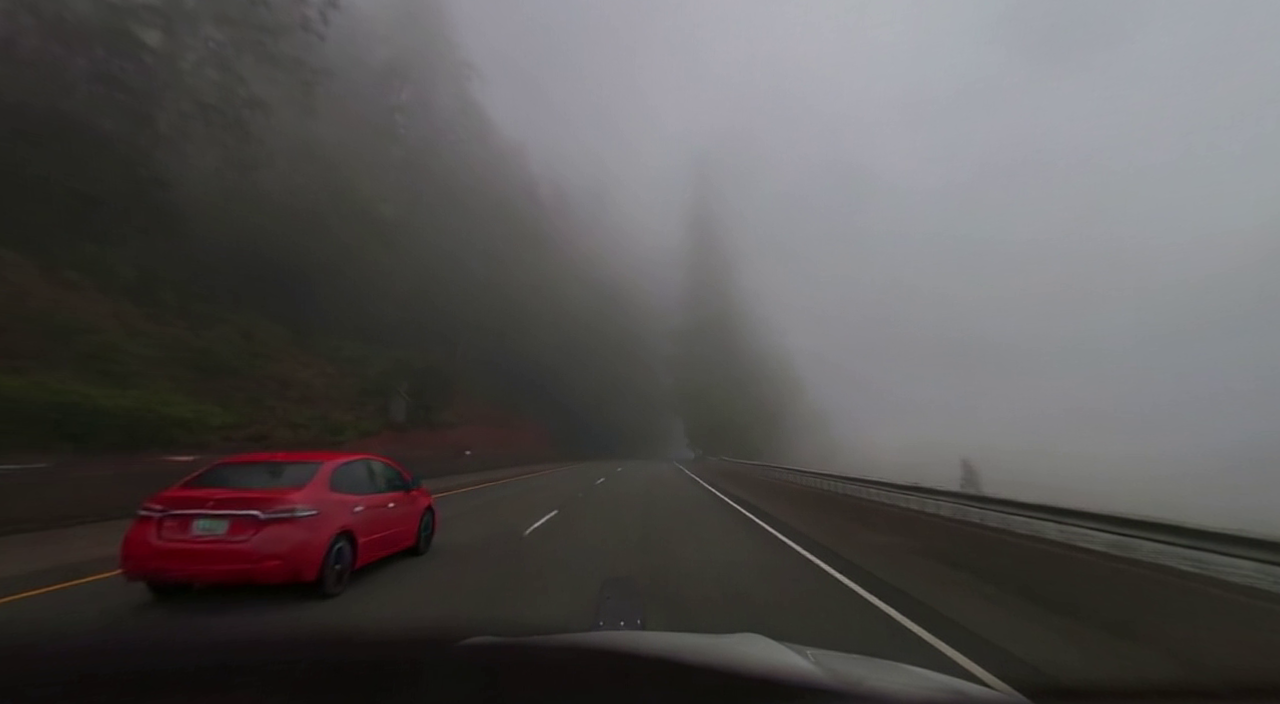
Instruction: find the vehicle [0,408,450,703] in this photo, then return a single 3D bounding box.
[{"bbox_3d":[-3.219,1.352,5.210,1.934,1.486,4.115,0,-9,1],"label":"vehicle"}]
